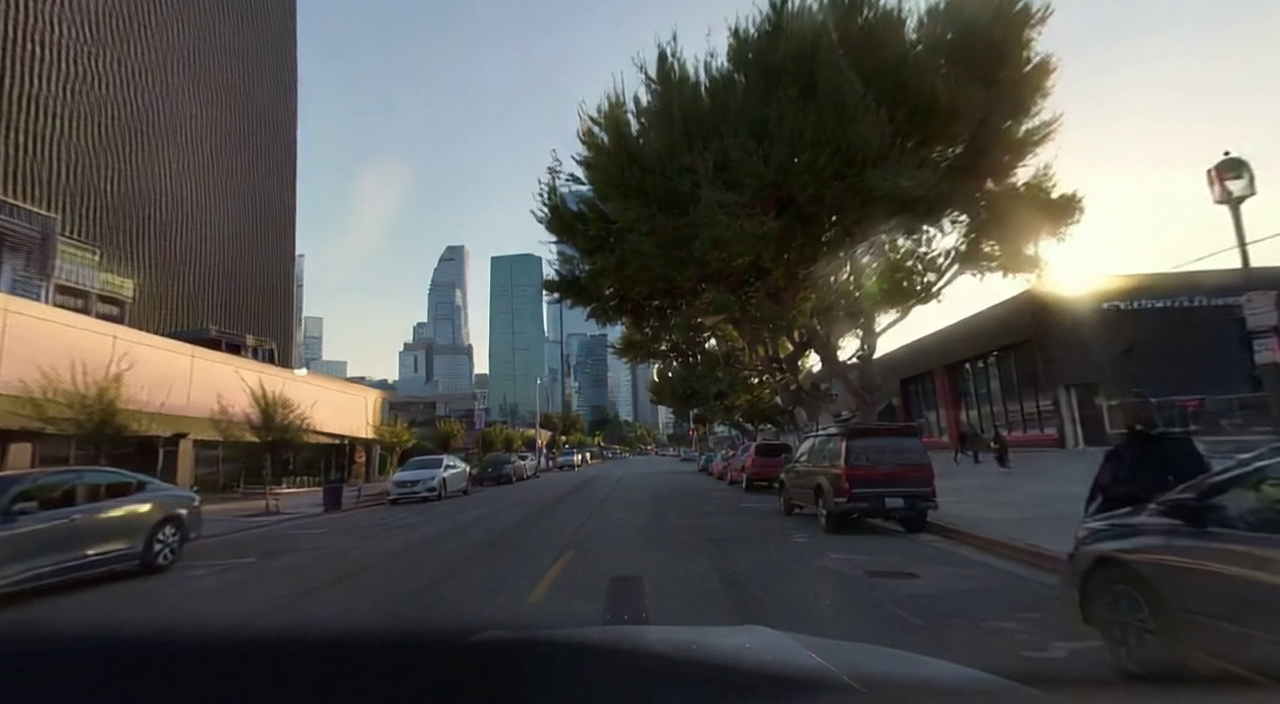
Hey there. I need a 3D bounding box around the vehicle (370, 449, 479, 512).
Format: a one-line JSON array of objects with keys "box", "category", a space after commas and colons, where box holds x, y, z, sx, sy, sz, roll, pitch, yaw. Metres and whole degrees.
[{"box": [-7.079, 4.226, 21.452, 1.996, 1.770, 5.518, -2, -8, -2], "category": "vehicle"}]

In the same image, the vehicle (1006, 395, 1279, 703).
[{"box": [3.896, 0.985, 2.607, 2.008, 1.644, 4.476, 0, -8, -1], "category": "vehicle"}]

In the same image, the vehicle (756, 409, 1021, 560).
[{"box": [3.839, 2.169, 11.176, 2.390, 2.005, 5.276, 0, -8, -2], "category": "vehicle"}]

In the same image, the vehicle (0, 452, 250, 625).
[{"box": [-7.019, 1.967, 6.957, 2.182, 1.522, 4.946, -2, -8, 2], "category": "vehicle"}]

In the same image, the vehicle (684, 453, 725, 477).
[{"box": [4.248, 7.475, 41.916, 2.081, 1.463, 4.263, 0, -8, -3], "category": "vehicle"}]

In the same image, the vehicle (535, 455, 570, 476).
[{"box": [-6.768, 8.834, 49.244, 1.887, 1.503, 4.604, -1, -8, 2], "category": "vehicle"}]
